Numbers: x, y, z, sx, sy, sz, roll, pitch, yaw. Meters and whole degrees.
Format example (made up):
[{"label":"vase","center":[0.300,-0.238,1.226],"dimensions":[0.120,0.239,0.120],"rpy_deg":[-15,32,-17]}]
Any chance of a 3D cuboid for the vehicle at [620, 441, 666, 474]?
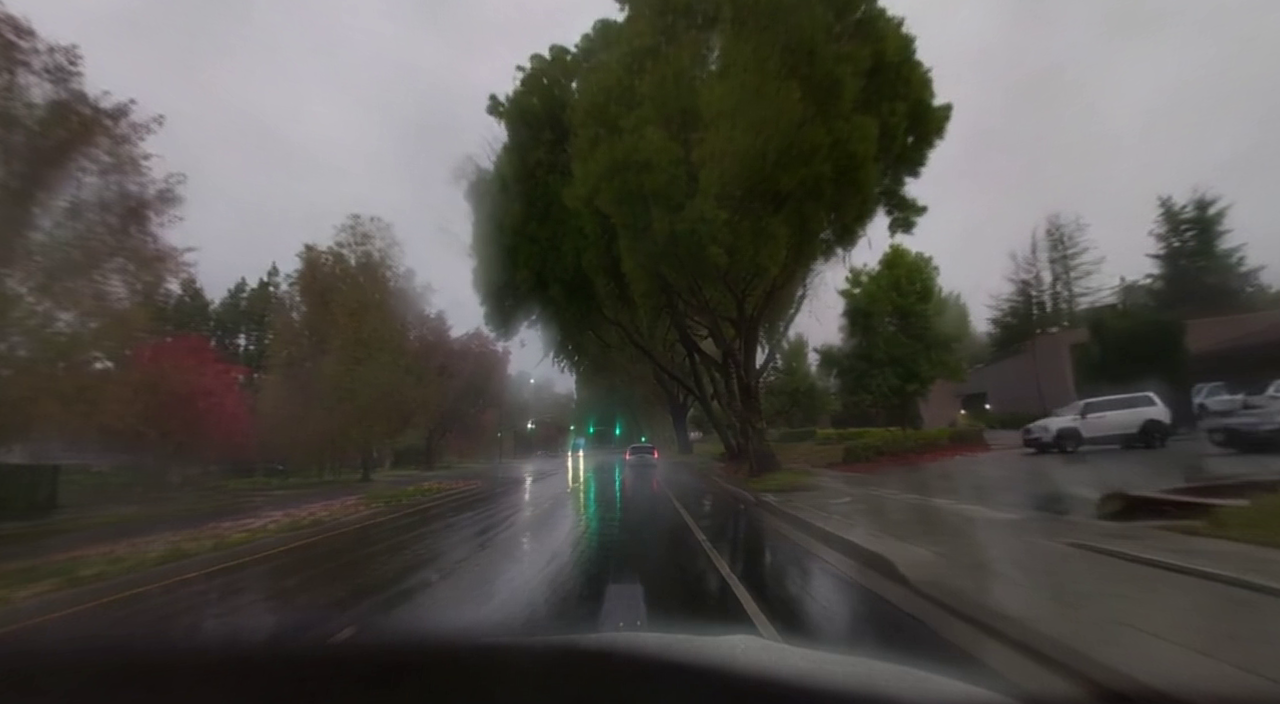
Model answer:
[{"label":"vehicle","center":[0.237,5.204,31.381],"dimensions":[2.111,1.466,4.223],"rpy_deg":[-1,-8,2]}]
